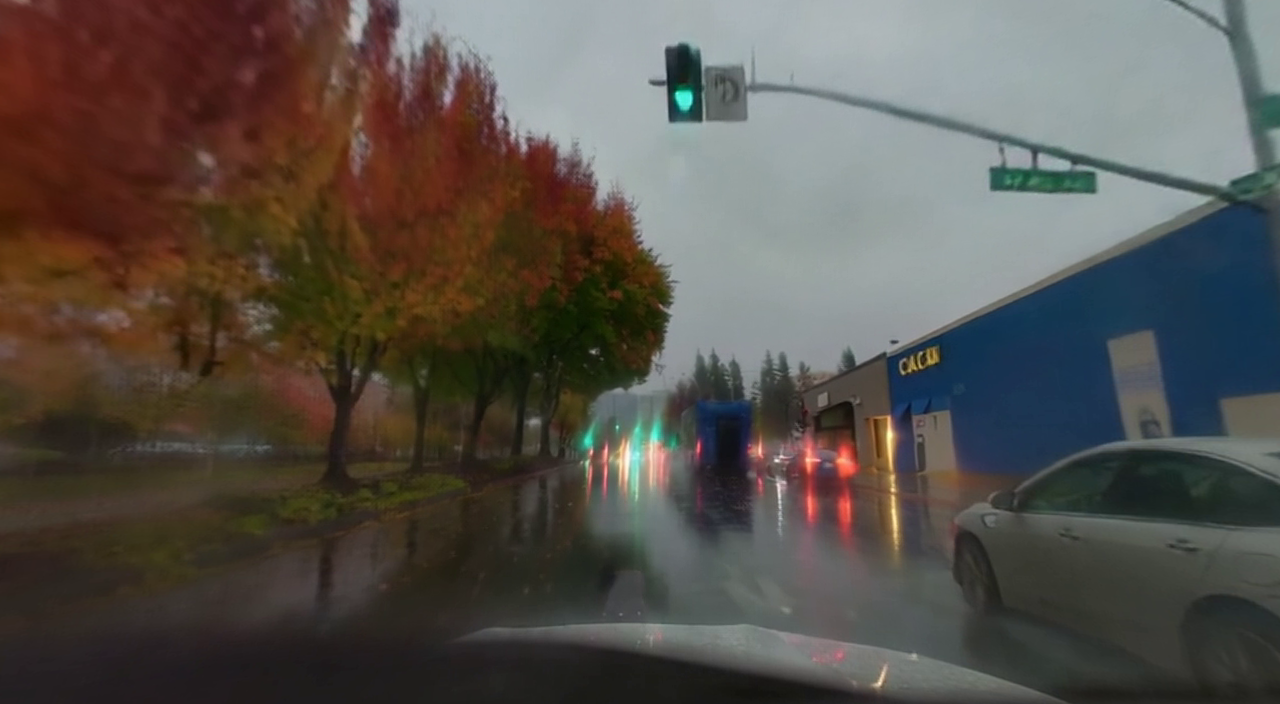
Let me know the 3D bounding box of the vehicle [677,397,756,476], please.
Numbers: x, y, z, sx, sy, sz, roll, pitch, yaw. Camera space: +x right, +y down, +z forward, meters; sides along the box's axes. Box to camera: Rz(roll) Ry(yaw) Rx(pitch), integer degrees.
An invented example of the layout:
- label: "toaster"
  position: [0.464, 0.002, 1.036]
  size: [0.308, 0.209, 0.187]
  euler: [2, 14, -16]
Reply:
- label: "vehicle"
  position: [3.900, 4.723, 34.914]
  size: [3.003, 3.680, 10.684]
  euler: [0, -8, 0]

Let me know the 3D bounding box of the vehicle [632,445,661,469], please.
- label: "vehicle"
  position: [0.431, 7.114, 42.863]
  size: [1.846, 1.528, 4.348]
  euler: [0, -8, 0]

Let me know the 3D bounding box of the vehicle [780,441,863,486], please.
- label: "vehicle"
  position: [7.013, 4.501, 24.885]
  size: [1.889, 1.417, 4.759]
  euler: [-3, -13, 1]

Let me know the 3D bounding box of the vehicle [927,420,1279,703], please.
- label: "vehicle"
  position: [3.789, 1.149, 3.589]
  size: [1.915, 1.449, 4.970]
  euler: [0, -8, -1]

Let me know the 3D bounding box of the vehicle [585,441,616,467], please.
- label: "vehicle"
  position: [-2.999, 7.860, 48.620]
  size: [2.035, 1.867, 4.607]
  euler: [0, -8, 2]
